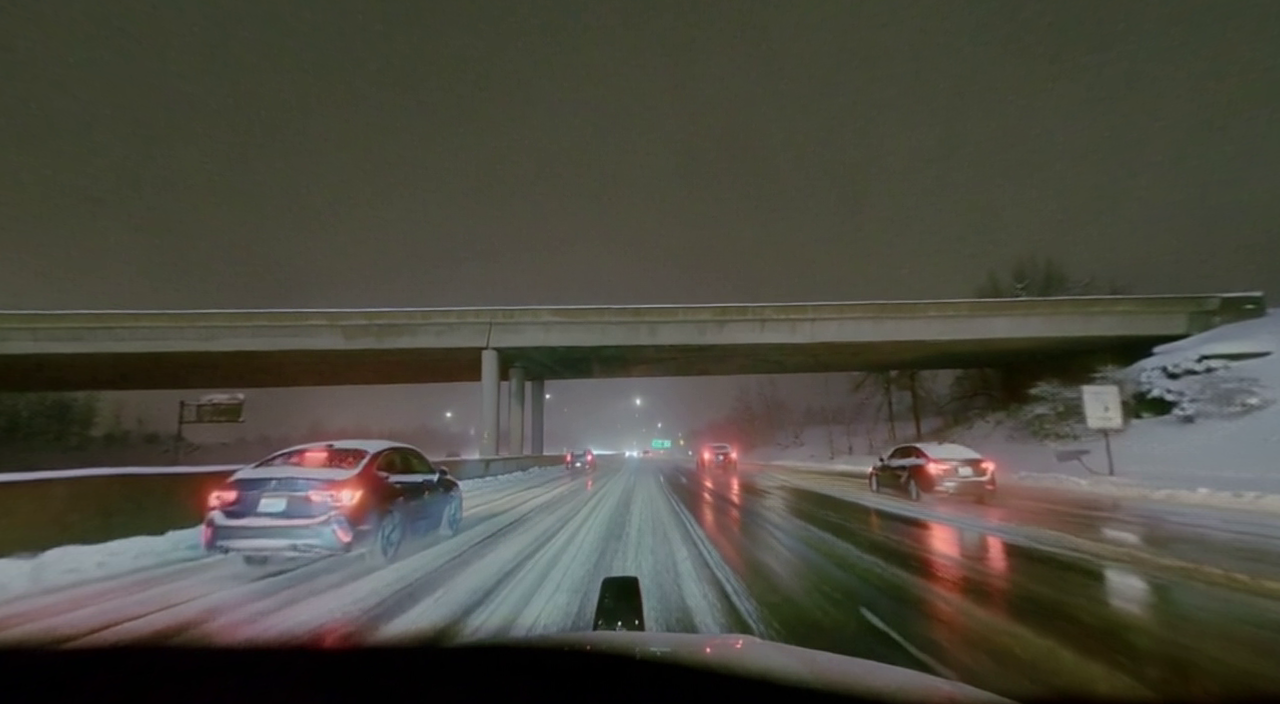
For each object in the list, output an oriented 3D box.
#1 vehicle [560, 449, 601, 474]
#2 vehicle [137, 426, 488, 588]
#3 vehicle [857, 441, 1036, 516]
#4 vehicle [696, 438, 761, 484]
[{"bbox_3d":[-3.572,6.740,38.909,2.047,1.464,4.387,0,-9,1],"label":"vehicle"},{"bbox_3d":[-3.593,1.813,8.228,1.997,1.476,4.703,0,-9,1],"label":"vehicle"},{"bbox_3d":[6.903,2.892,14.856,1.989,1.472,4.322,0,-9,0],"label":"vehicle"},{"bbox_3d":[3.604,4.547,26.441,2.072,1.761,4.242,0,-9,0],"label":"vehicle"}]
